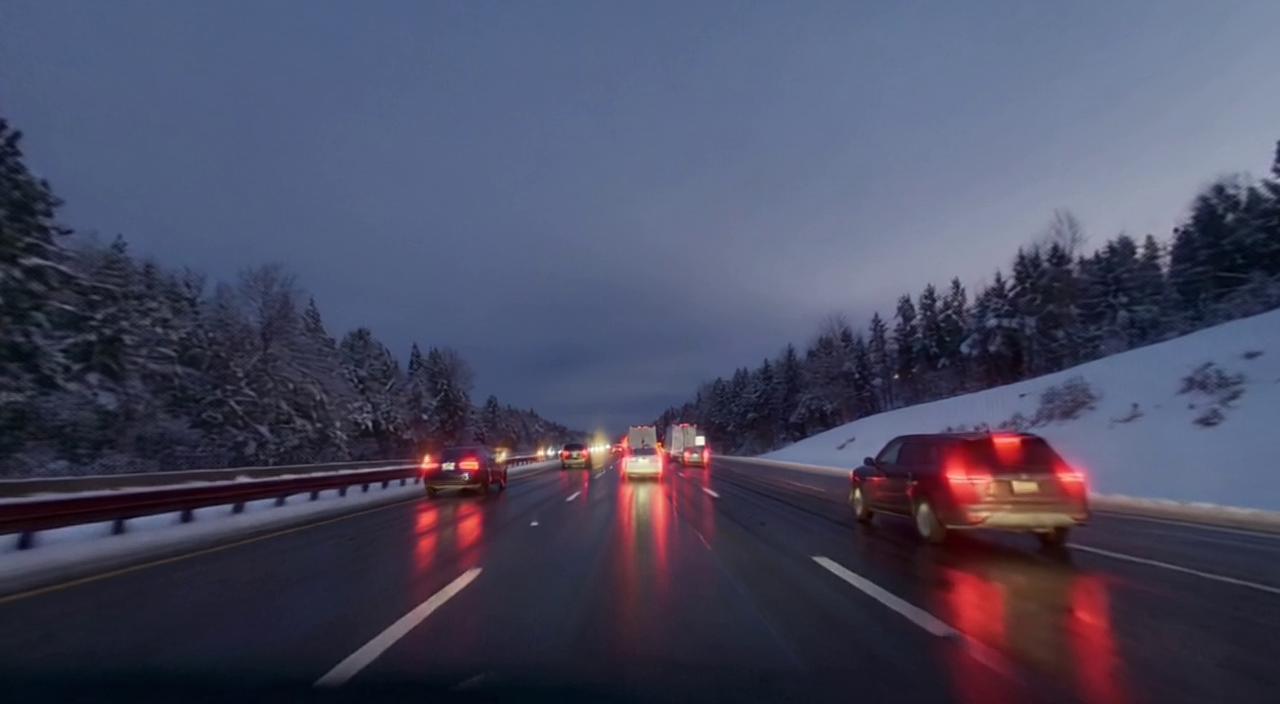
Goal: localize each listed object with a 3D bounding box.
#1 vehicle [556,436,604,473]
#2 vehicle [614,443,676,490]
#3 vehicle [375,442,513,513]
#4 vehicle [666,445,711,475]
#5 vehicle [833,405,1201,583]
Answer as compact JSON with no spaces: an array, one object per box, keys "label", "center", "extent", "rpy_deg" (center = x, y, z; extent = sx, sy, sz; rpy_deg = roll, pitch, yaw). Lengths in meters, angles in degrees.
[{"label":"vehicle","center":[-3.381,5.925,36.318],"extent":[2.230,1.973,4.403],"rpy_deg":[-1,-9,2]},{"label":"vehicle","center":[0.162,4.083,22.662],"extent":[2.015,1.526,4.286],"rpy_deg":[0,-9,0]},{"label":"vehicle","center":[-4.610,3.020,15.535],"extent":[1.967,1.473,4.439],"rpy_deg":[0,-9,0]},{"label":"vehicle","center":[2.553,5.857,34.211],"extent":[1.959,1.503,4.064],"rpy_deg":[0,-9,-2]},{"label":"vehicle","center":[4.176,1.649,7.995],"extent":[2.018,1.639,4.149],"rpy_deg":[0,-9,-1]}]
